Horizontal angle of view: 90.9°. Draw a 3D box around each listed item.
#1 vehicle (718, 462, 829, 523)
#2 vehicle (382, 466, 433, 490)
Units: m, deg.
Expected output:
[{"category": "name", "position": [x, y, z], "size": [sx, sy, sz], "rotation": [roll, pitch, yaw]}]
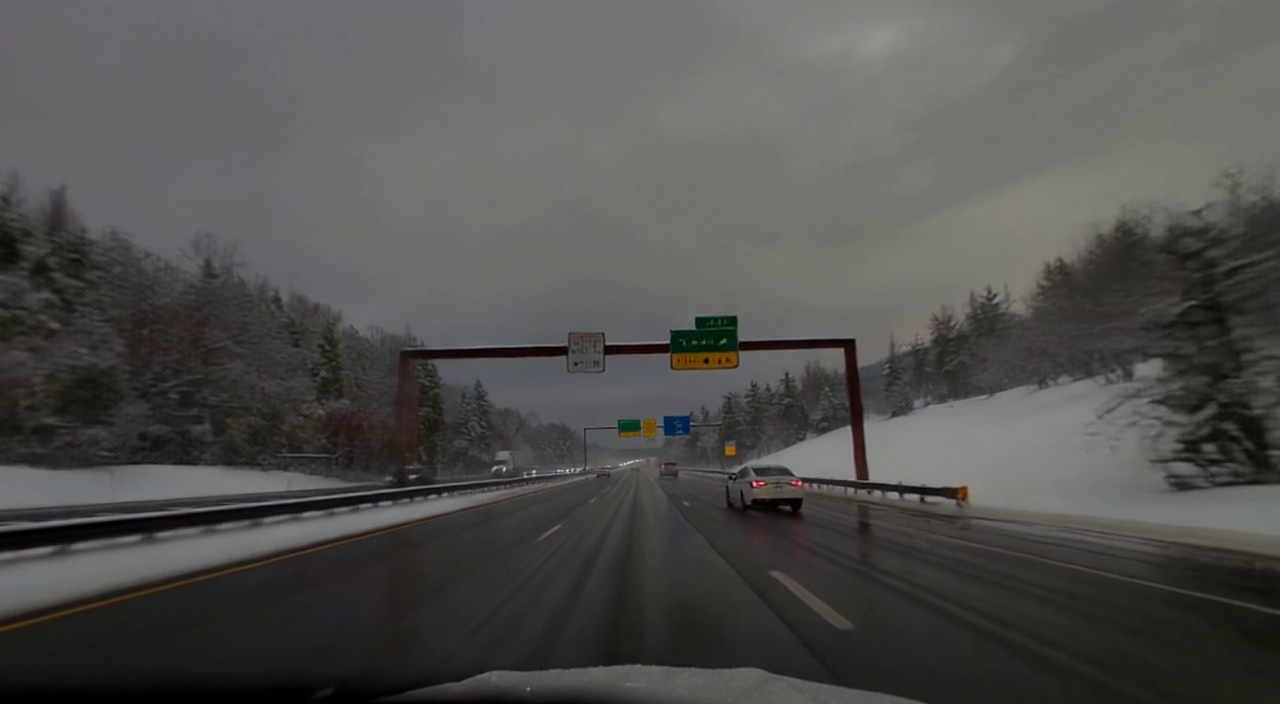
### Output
[{"category": "vehicle", "position": [3.601, 3.915, 17.966], "size": [2.051, 1.472, 4.547], "rotation": [1, -10, -1]}, {"category": "vehicle", "position": [-15.712, 8.534, 42.802], "size": [1.904, 1.477, 4.095], "rotation": [1, -10, 0]}]
